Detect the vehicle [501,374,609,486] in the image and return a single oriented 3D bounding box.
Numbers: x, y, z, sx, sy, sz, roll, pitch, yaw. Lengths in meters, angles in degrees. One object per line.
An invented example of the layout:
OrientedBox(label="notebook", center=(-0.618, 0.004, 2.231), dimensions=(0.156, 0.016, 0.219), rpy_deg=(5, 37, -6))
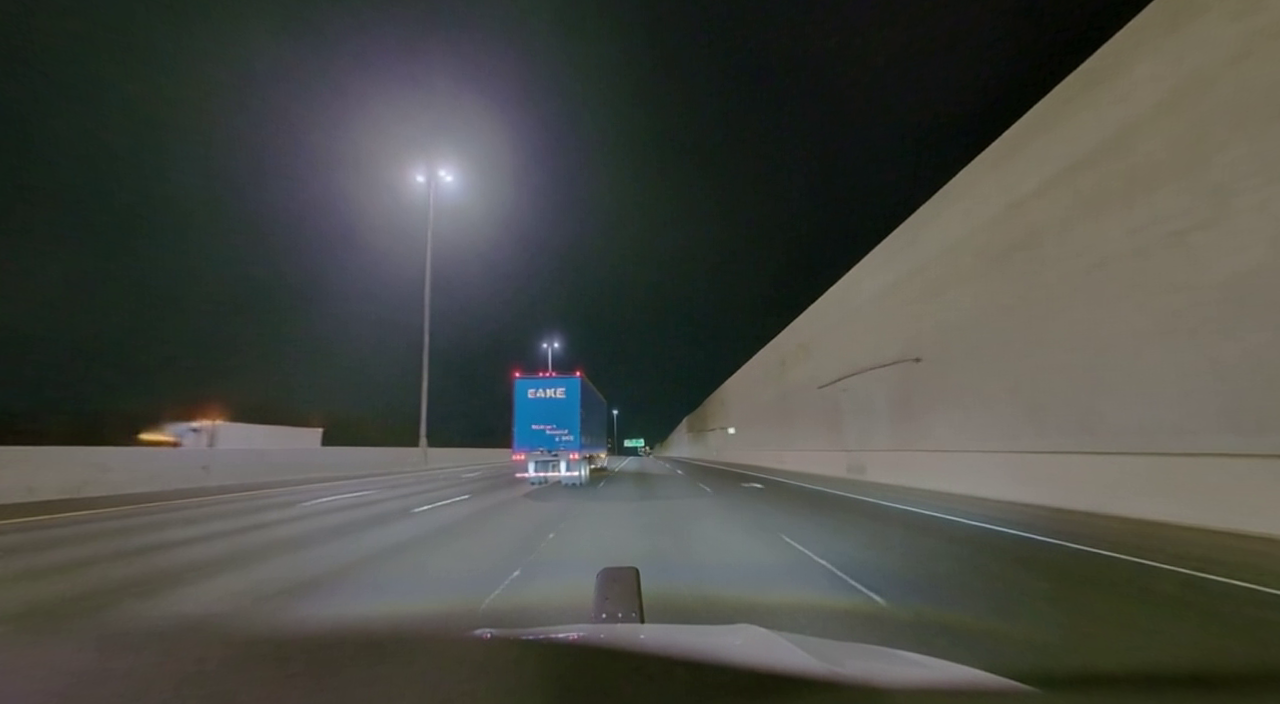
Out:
OrientedBox(label="vehicle", center=(-3.270, 3.586, 27.936), dimensions=(3.059, 3.956, 11.036), rpy_deg=(0, -9, 1))

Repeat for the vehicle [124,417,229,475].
OrientedBox(label="vehicle", center=(-31.576, 6.440, 43.186), dimensions=(3.011, 3.659, 5.141), rpy_deg=(0, -9, 2))
